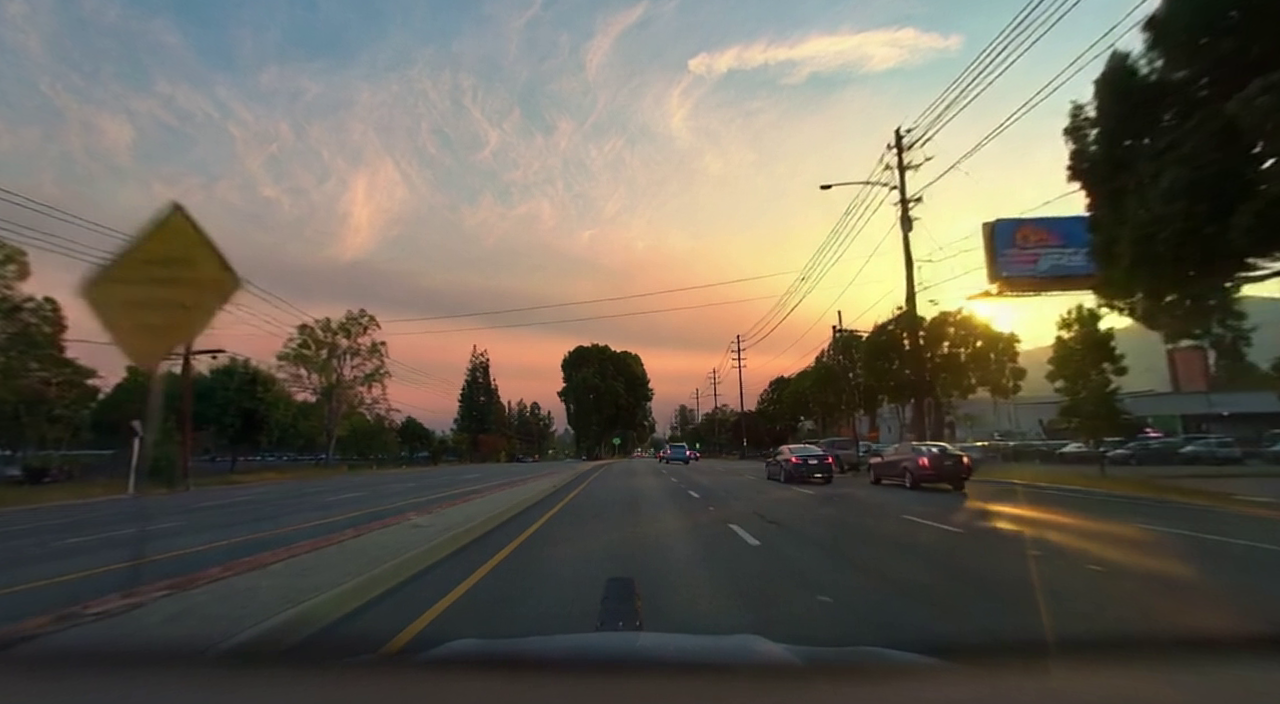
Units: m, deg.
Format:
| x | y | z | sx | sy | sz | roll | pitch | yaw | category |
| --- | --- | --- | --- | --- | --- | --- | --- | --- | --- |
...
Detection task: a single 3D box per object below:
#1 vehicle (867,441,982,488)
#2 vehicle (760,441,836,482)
| x | y | z | sx | sy | sz | roll | pitch | yaw | category |
| --- | --- | --- | --- | --- | --- | --- | --- | --- | --- |
| 9.880 | 3.912 | 22.382 | 1.874 | 1.482 | 4.545 | 0 | -8 | -1 | vehicle |
| 6.257 | 4.374 | 25.520 | 1.882 | 1.476 | 4.344 | 0 | -8 | -1 | vehicle |
